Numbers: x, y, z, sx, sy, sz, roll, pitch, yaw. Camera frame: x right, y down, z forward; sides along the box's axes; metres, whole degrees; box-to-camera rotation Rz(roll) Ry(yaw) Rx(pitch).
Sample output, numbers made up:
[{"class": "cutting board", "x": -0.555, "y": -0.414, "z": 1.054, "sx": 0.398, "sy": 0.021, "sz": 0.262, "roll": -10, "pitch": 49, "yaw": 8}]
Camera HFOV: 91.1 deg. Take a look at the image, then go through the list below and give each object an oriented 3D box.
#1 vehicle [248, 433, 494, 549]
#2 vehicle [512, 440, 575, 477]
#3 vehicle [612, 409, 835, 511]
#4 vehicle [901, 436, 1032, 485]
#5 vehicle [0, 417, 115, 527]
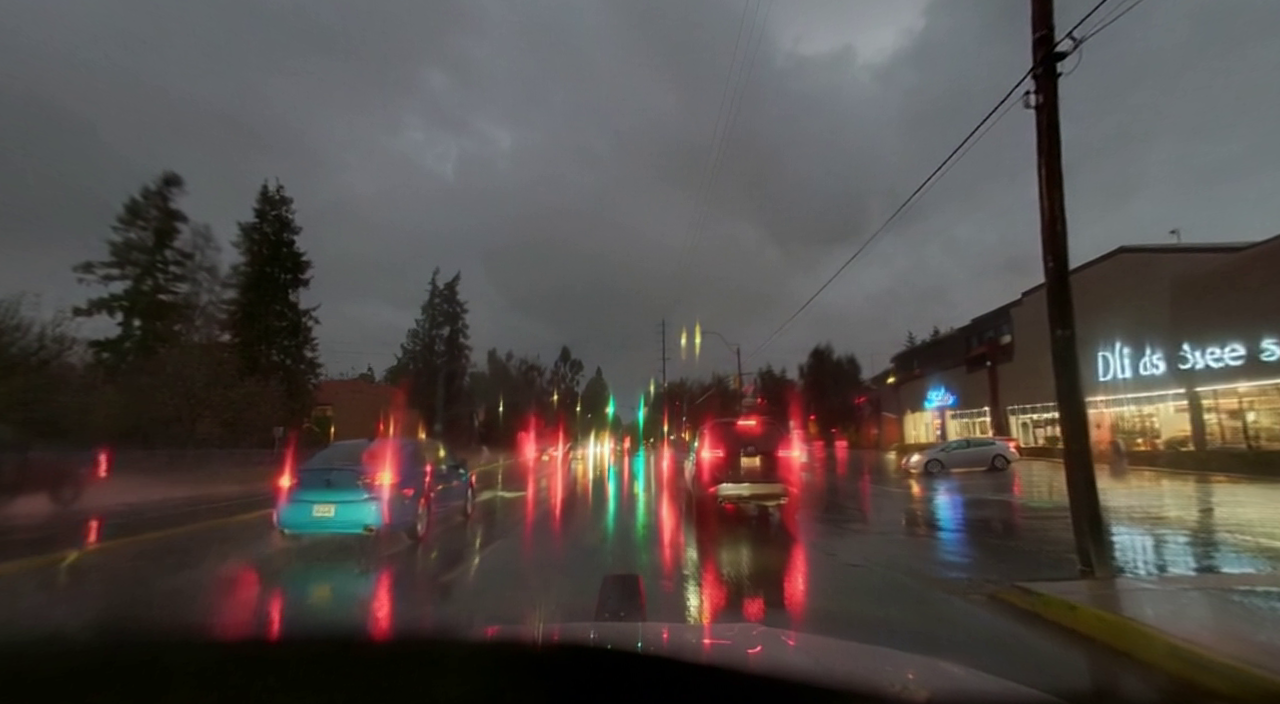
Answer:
[{"class": "vehicle", "x": -3.949, "y": 2.097, "z": 10.225, "sx": 2.026, "sy": 1.466, "sz": 4.282, "roll": 0, "pitch": -8, "yaw": 1}, {"class": "vehicle", "x": -4.039, "y": 4.536, "z": 27.007, "sx": 2.042, "sy": 1.470, "sz": 4.123, "roll": 0, "pitch": -8, "yaw": 0}, {"class": "vehicle", "x": 1.780, "y": 2.419, "z": 14.403, "sx": 4.642, "sy": 1.955, "sz": 2.052, "roll": -7, "pitch": -11, "yaw": 39}, {"class": "vehicle", "x": 12.296, "y": 4.105, "z": 23.836, "sx": 3.871, "sy": 1.525, "sz": 1.835, "roll": -3, "pitch": -9, "yaw": 0}, {"class": "vehicle", "x": -17.064, "y": 2.973, "z": 15.534, "sx": 2.537, "sy": 2.696, "sz": 6.281, "roll": 0, "pitch": -9, "yaw": 1}]
